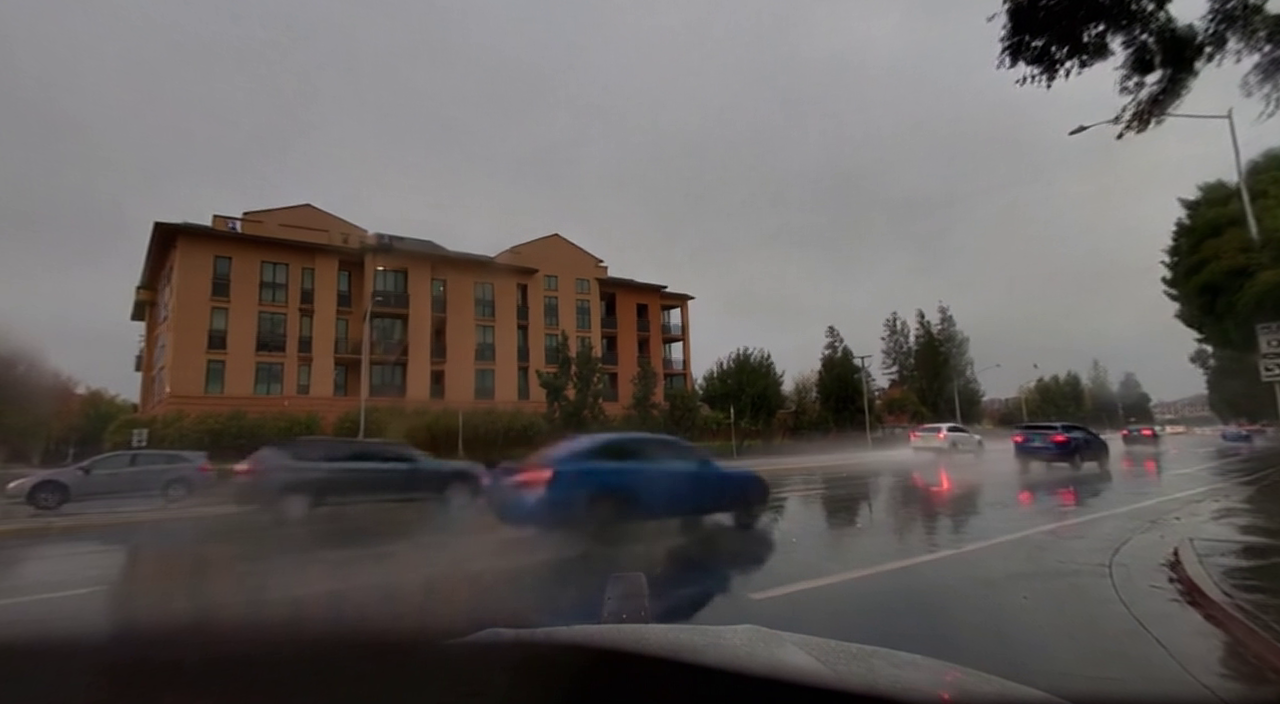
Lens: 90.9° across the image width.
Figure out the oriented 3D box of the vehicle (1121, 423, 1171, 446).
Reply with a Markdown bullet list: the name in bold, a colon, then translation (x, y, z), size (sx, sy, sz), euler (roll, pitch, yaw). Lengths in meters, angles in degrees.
- **vehicle**: translation (38.622, 6.339, 48.095), size (4.683, 1.678, 1.981), euler (7, -11, -40)

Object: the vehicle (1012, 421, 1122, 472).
- **vehicle**: translation (15.312, 3.361, 22.549), size (4.438, 1.625, 2.033), euler (7, -11, -40)

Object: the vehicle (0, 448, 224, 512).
- **vehicle**: translation (-13.600, 3.254, 16.423), size (4.289, 1.415, 1.774), euler (7, -13, -41)

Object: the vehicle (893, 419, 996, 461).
- **vehicle**: translation (15.303, 4.401, 31.546), size (5.994, 1.898, 2.264), euler (7, -11, -40)

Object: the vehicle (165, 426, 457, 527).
- **vehicle**: translation (-6.496, 2.416, 12.870), size (4.846, 1.662, 1.989), euler (7, -11, -40)

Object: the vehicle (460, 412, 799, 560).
- **vehicle**: translation (0.037, 1.855, 9.559), size (4.783, 1.652, 2.199), euler (7, -11, -41)
